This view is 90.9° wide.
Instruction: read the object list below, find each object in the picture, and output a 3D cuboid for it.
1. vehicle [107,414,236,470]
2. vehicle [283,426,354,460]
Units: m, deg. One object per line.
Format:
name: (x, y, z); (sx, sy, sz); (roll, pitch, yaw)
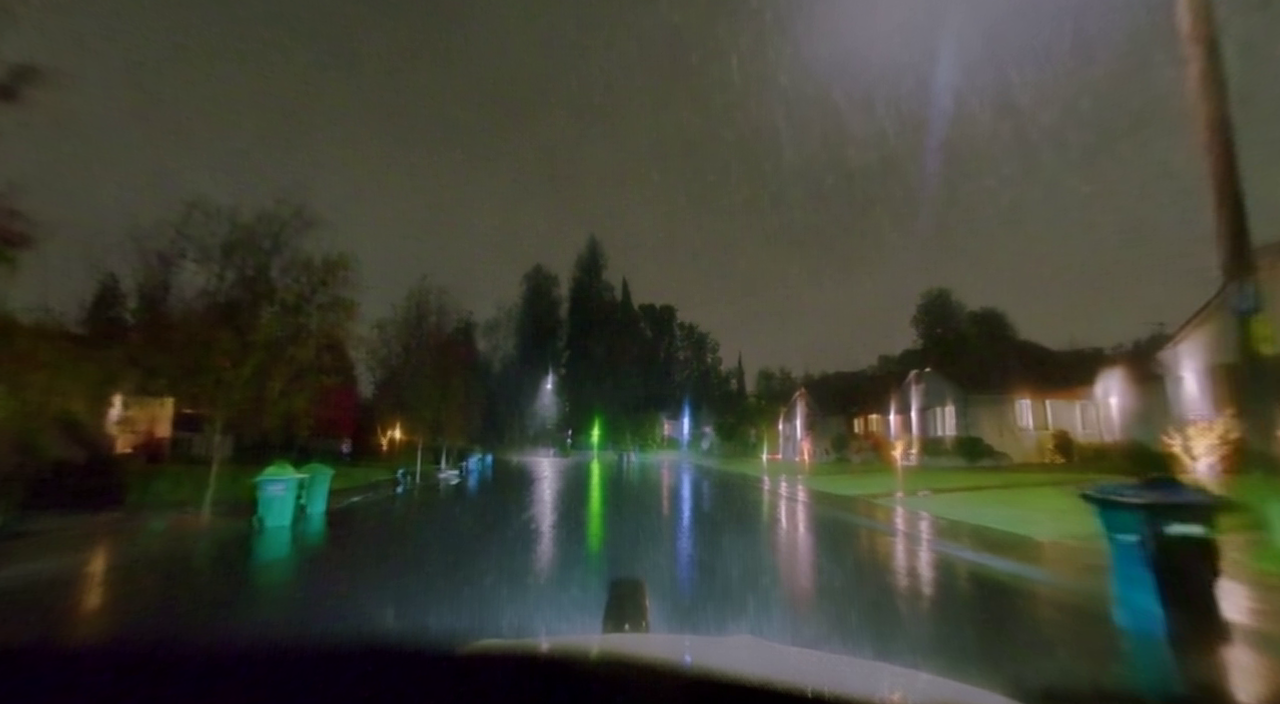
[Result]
vehicle: (-17.845, 3.474, 24.327); (2.276, 1.948, 4.164); (2, -9, -11)
vehicle: (-19.903, 5.676, 39.271); (2.407, 1.912, 5.091); (1, -9, -9)
